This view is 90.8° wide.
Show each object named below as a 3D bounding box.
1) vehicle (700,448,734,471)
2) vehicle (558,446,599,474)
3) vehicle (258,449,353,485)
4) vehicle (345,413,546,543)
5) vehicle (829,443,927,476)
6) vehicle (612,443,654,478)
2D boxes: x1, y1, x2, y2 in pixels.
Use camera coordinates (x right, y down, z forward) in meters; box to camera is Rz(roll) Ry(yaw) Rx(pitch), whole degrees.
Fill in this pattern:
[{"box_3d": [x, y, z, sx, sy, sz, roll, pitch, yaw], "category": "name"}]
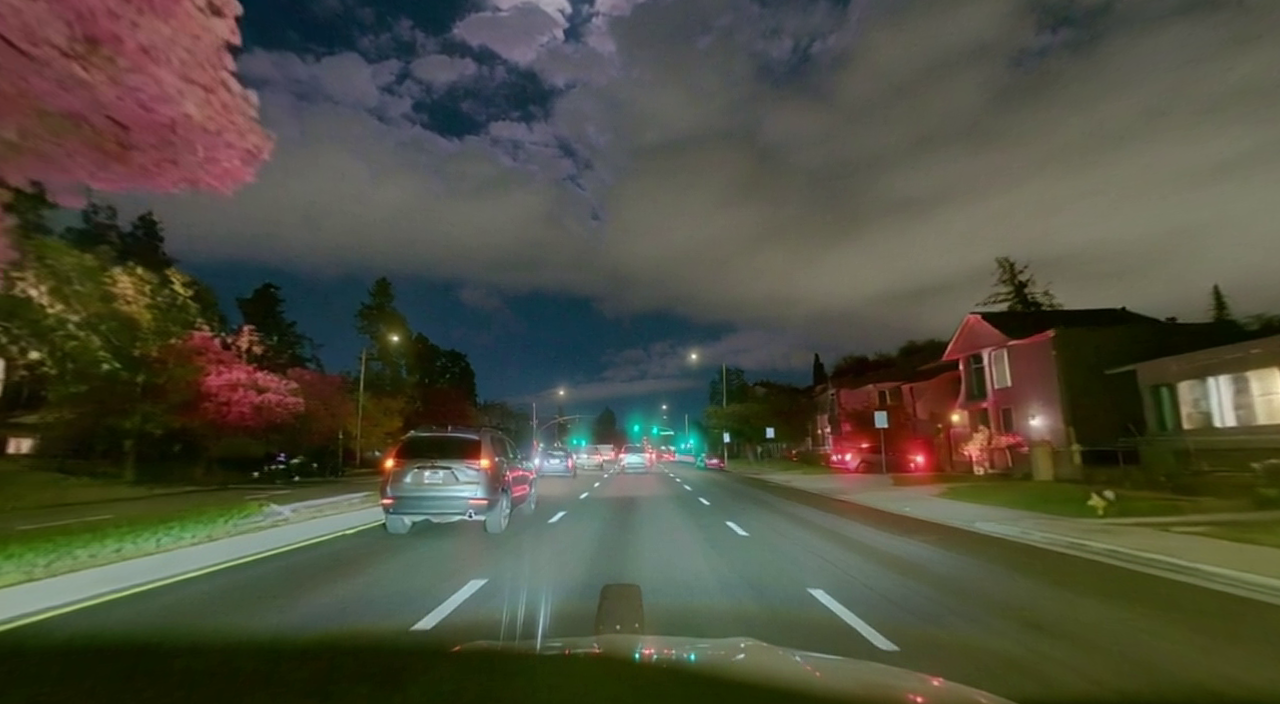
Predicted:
[{"box_3d": [5.757, 8.040, 47.545, 1.987, 1.613, 3.894, 0, -8, -1], "category": "vehicle"}, {"box_3d": [-3.620, 6.382, 37.661, 2.066, 1.565, 3.905, 0, -8, 0], "category": "vehicle"}, {"box_3d": [-15.589, 5.363, 29.753, 1.866, 1.501, 4.689, 0, -8, 1], "category": "vehicle"}, {"box_3d": [-3.266, 2.235, 11.916, 2.161, 1.919, 4.798, 0, -8, 1], "category": "vehicle"}, {"box_3d": [12.589, 5.731, 33.695, 4.482, 1.678, 1.890, -1, -8, 7], "category": "vehicle"}, {"box_3d": [-0.362, 5.521, 32.388, 1.997, 1.636, 3.760, 0, -8, -1], "category": "vehicle"}]
